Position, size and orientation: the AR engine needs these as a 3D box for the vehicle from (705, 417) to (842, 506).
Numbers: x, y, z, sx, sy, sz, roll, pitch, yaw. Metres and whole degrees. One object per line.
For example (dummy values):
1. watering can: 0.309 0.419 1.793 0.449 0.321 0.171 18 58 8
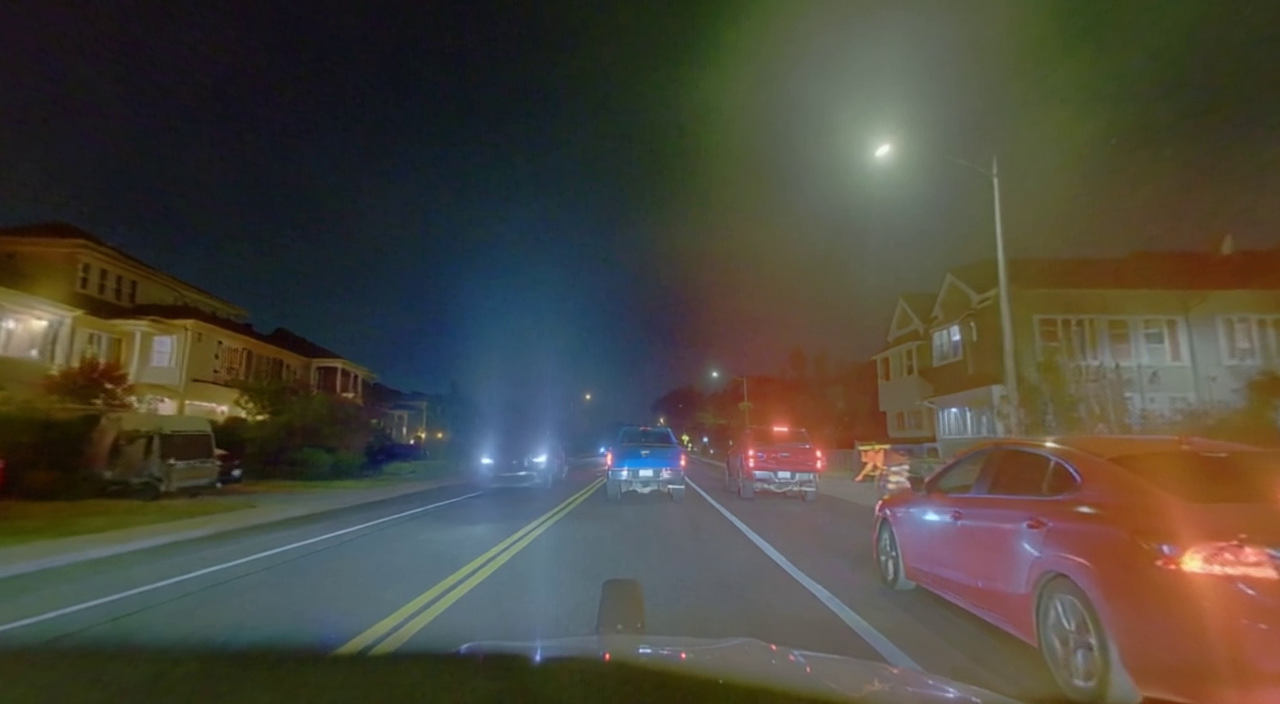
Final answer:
1. vehicle: 3.342 2.918 17.185 2.486 1.993 5.667 0 -8 0

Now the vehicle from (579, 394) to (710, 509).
1. vehicle: 0.119 2.577 16.465 2.751 2.361 6.347 1 -9 0

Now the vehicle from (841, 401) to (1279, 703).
1. vehicle: 3.099 1.239 4.265 2.010 1.499 4.481 0 -8 0

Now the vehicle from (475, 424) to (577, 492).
1. vehicle: -3.713 3.613 21.777 2.306 2.005 5.773 0 -8 1

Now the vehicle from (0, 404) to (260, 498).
1. vehicle: -13.422 2.681 17.256 2.475 2.157 5.567 0 -8 -1
